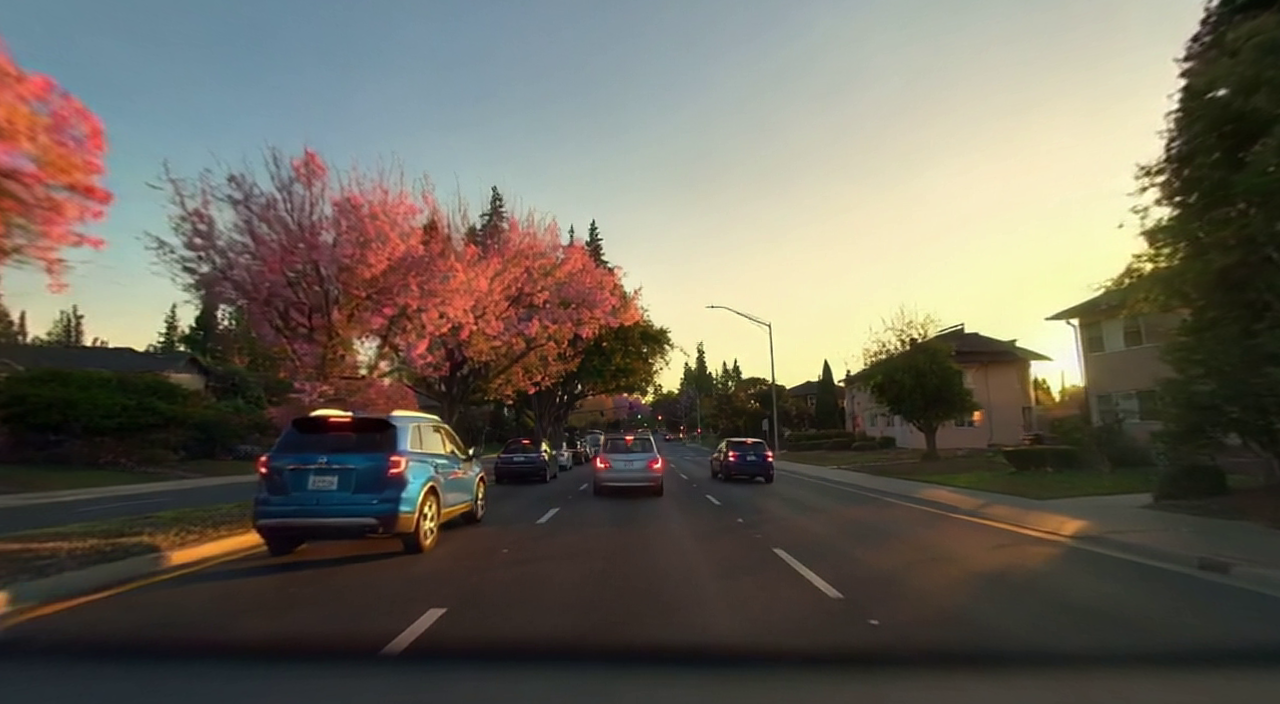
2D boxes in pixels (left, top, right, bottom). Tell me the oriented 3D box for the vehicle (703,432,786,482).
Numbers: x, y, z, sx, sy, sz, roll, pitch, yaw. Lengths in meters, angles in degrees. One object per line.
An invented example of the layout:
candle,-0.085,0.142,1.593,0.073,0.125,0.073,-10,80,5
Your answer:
vehicle,3.762,3.889,23.653,2.188,1.685,4.604,0,-8,-2

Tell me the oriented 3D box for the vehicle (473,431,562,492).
vehicle,-3.693,3.388,19.904,1.948,1.668,4.279,0,-8,0

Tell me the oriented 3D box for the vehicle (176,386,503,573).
vehicle,-3.655,1.678,9.054,2.304,1.928,4.833,0,-8,0

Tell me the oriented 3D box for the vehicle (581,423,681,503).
vehicle,-0.221,2.664,15.529,2.112,1.693,4.058,0,-8,-1
